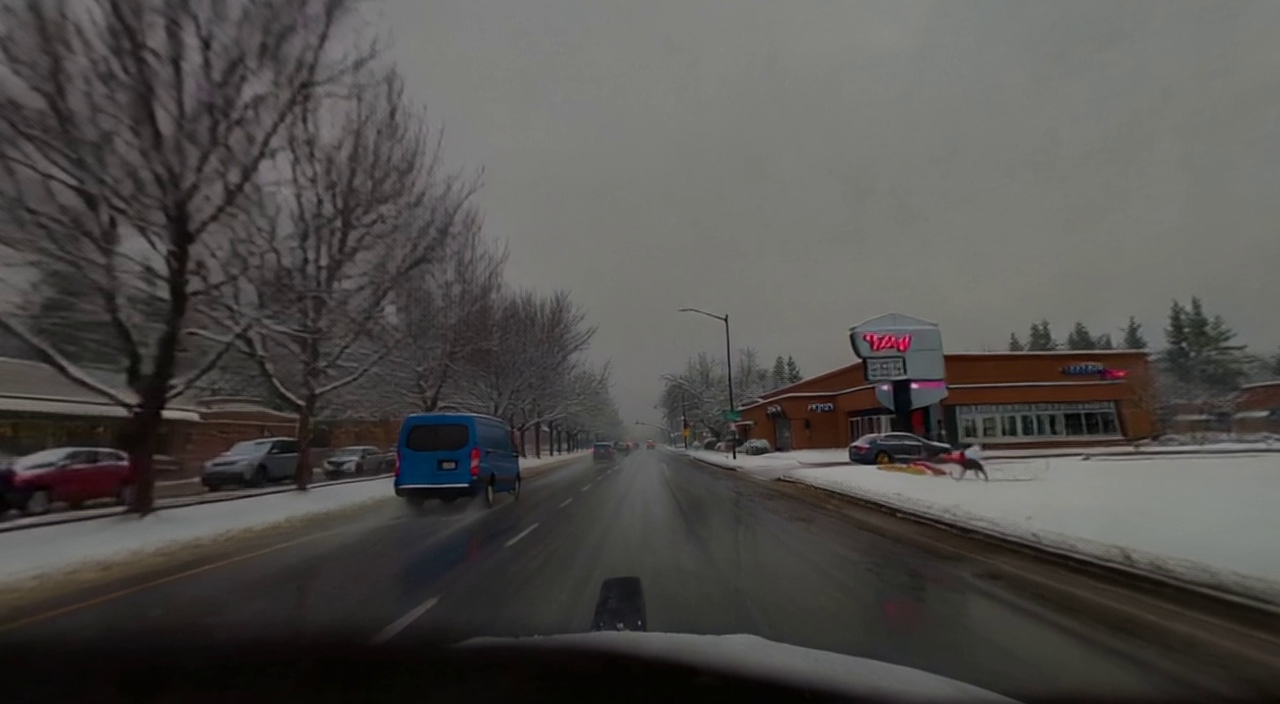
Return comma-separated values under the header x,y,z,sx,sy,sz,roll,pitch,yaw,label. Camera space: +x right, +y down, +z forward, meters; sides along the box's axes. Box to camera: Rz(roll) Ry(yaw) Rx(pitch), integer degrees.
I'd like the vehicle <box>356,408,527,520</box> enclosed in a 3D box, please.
x,y,z,sx,sy,sz,roll,pitch,yaw,label
-3.985,2.350,13.729,2.152,1.987,4.952,0,-8,-1,vehicle

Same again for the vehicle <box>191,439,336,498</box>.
x,y,z,sx,sy,sz,roll,pitch,yaw,label
-11.759,3.618,20.007,2.044,1.649,4.211,0,-8,-1,vehicle

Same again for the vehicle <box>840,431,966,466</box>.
x,y,z,sx,sy,sz,roll,pitch,yaw,label
11.360,4.198,27.395,4.607,1.471,1.982,0,-8,1,vehicle

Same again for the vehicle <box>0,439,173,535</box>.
x,y,z,sx,sy,sz,roll,pitch,yaw,label
-12.150,2.574,12.465,2.024,1.656,4.837,0,-8,0,vehicle
